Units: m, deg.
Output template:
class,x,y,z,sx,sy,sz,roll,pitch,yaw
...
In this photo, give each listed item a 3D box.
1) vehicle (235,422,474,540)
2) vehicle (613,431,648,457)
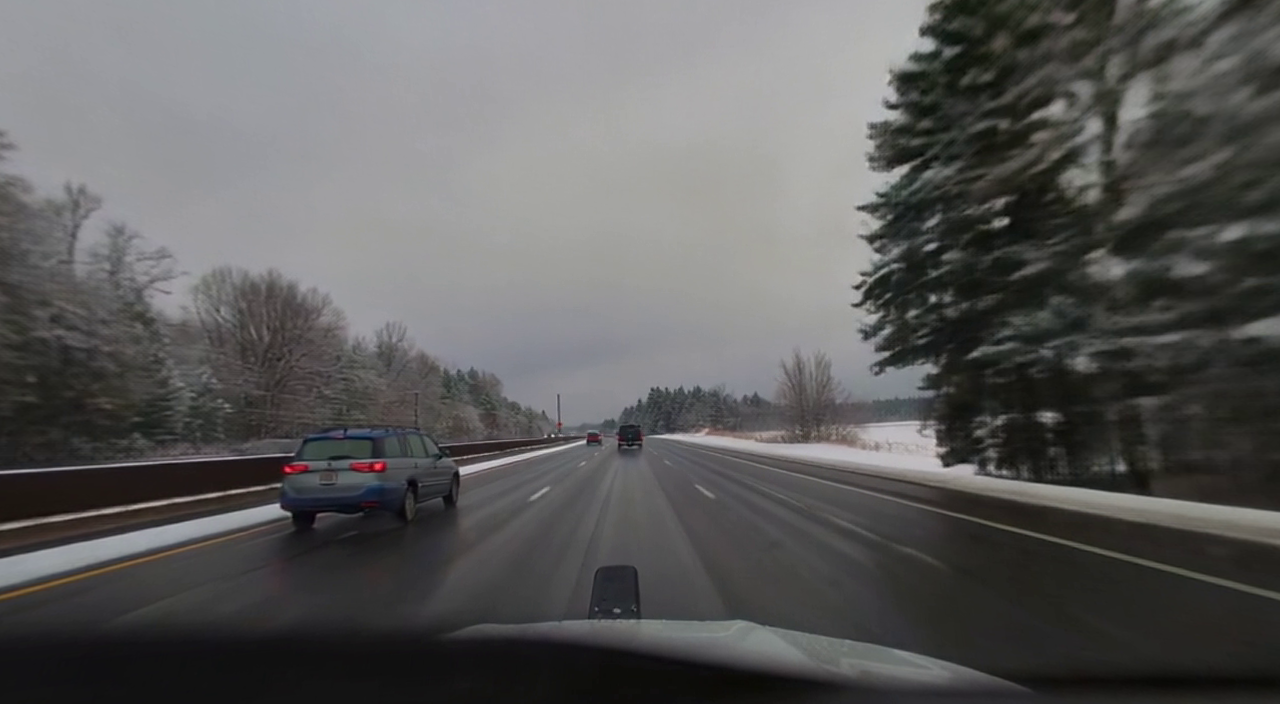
class,x,y,z,sx,sy,sz,roll,pitch,yaw
vehicle,-4.186,1.925,10.120,1.931,1.483,4.105,0,-8,0
vehicle,-0.599,6.078,41.621,2.162,1.616,4.242,0,-8,-1
